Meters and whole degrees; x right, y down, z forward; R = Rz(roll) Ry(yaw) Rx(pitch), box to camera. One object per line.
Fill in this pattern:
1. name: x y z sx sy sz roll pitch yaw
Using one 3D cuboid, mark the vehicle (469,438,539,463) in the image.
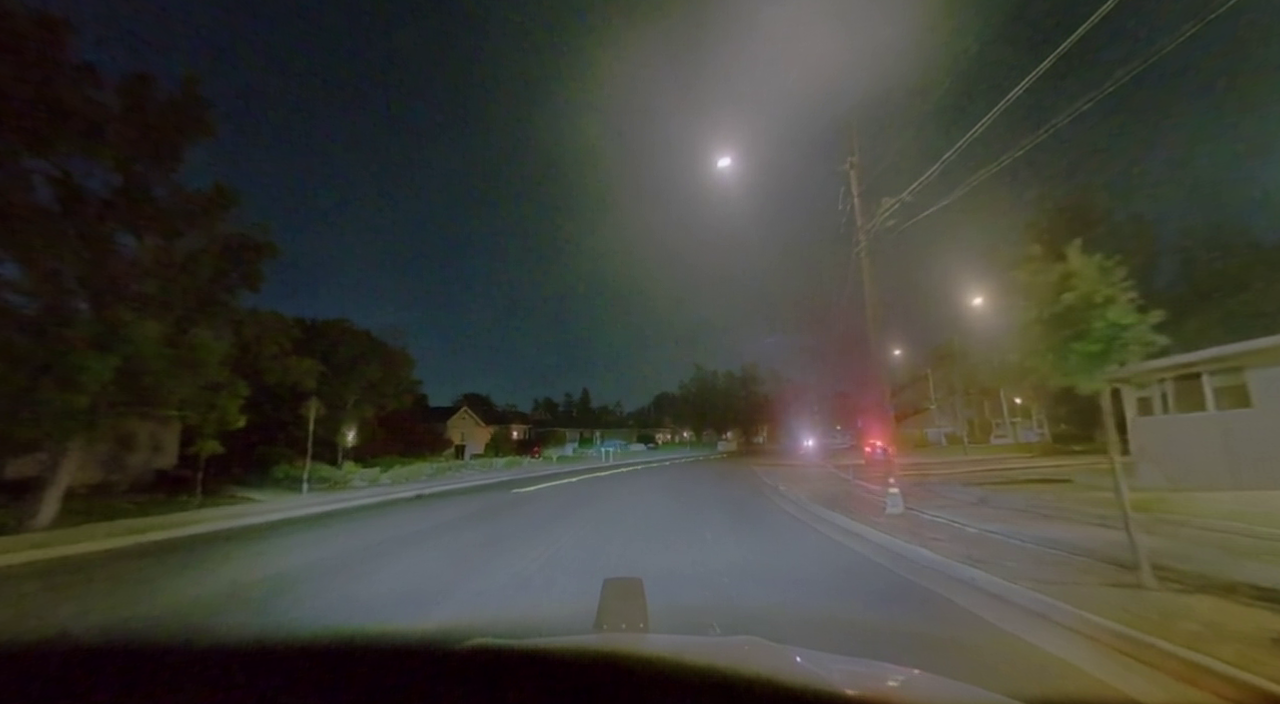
1. vehicle: -9.232 6.715 42.978 4.485 1.663 2.111 2 -9 -12
